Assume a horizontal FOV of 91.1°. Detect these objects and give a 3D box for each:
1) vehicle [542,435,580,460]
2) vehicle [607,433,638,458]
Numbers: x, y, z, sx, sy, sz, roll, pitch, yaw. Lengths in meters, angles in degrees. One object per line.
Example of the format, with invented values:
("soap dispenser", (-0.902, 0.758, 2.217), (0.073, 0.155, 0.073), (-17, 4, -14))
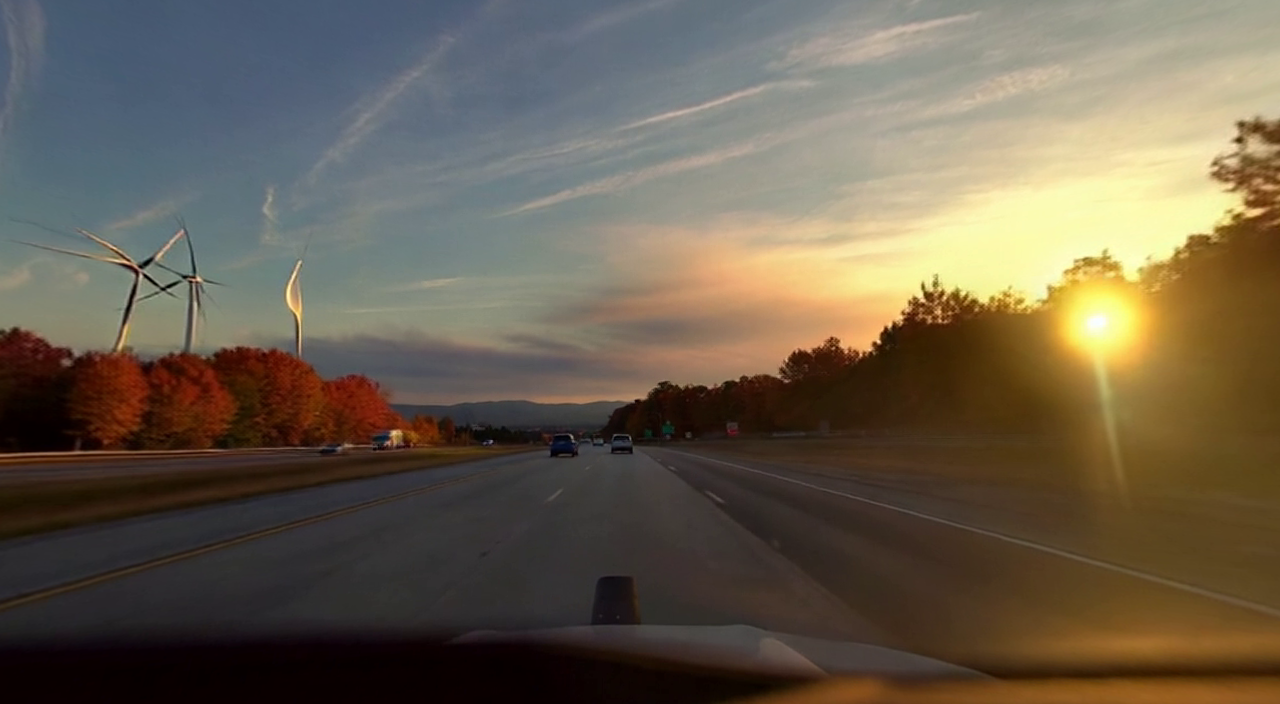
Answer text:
("vehicle", (-5.273, 6.425, 42.509), (2.062, 1.622, 4.153), (0, -8, -1))
("vehicle", (-1.292, 7.145, 48.138), (2.213, 1.774, 4.563), (0, -8, -1))
